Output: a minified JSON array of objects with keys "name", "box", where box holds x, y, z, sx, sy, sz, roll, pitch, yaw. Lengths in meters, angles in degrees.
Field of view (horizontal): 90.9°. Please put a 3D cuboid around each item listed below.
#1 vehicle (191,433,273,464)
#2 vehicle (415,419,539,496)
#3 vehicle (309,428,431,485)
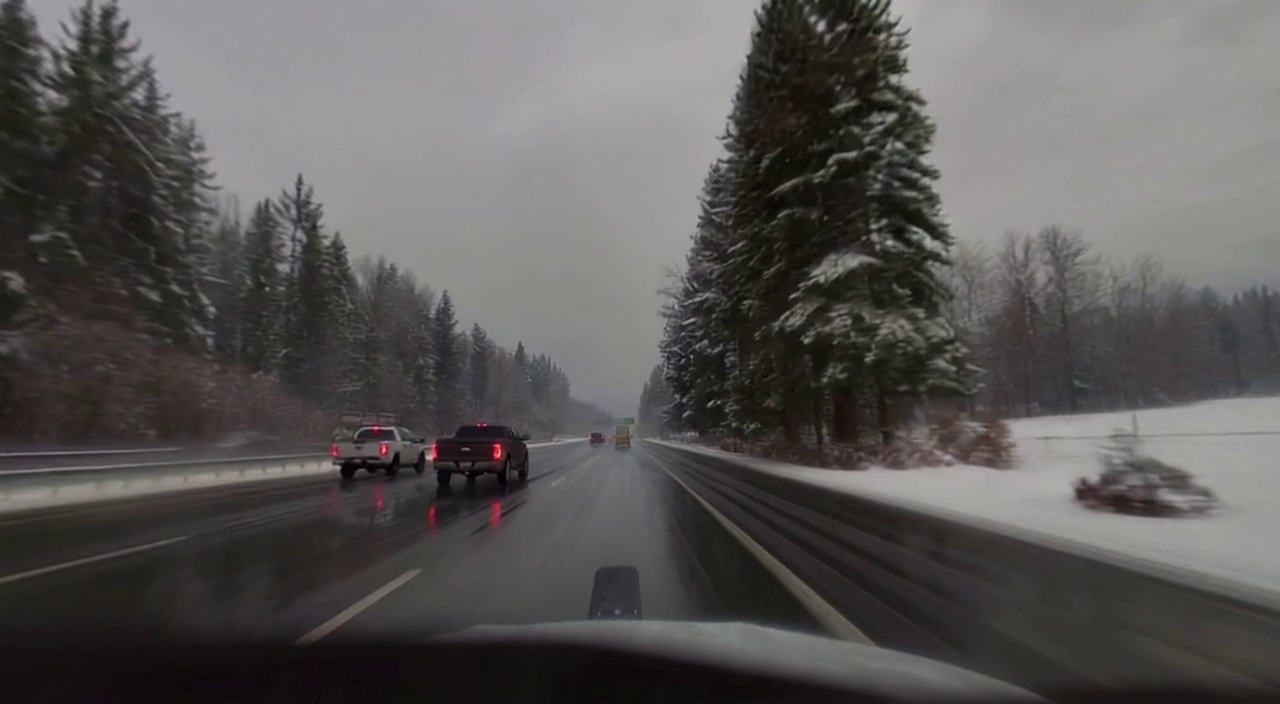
[{"name":"vehicle","box":[-20.054,4.732,31.130,1.739,1.432,3.528,0,-8,-2]},{"name":"vehicle","box":[-3.889,2.565,15.812,2.034,1.675,4.080,0,-7,-1]},{"name":"vehicle","box":[-8.074,3.127,19.274,2.000,1.552,3.946,0,-8,-1]}]
